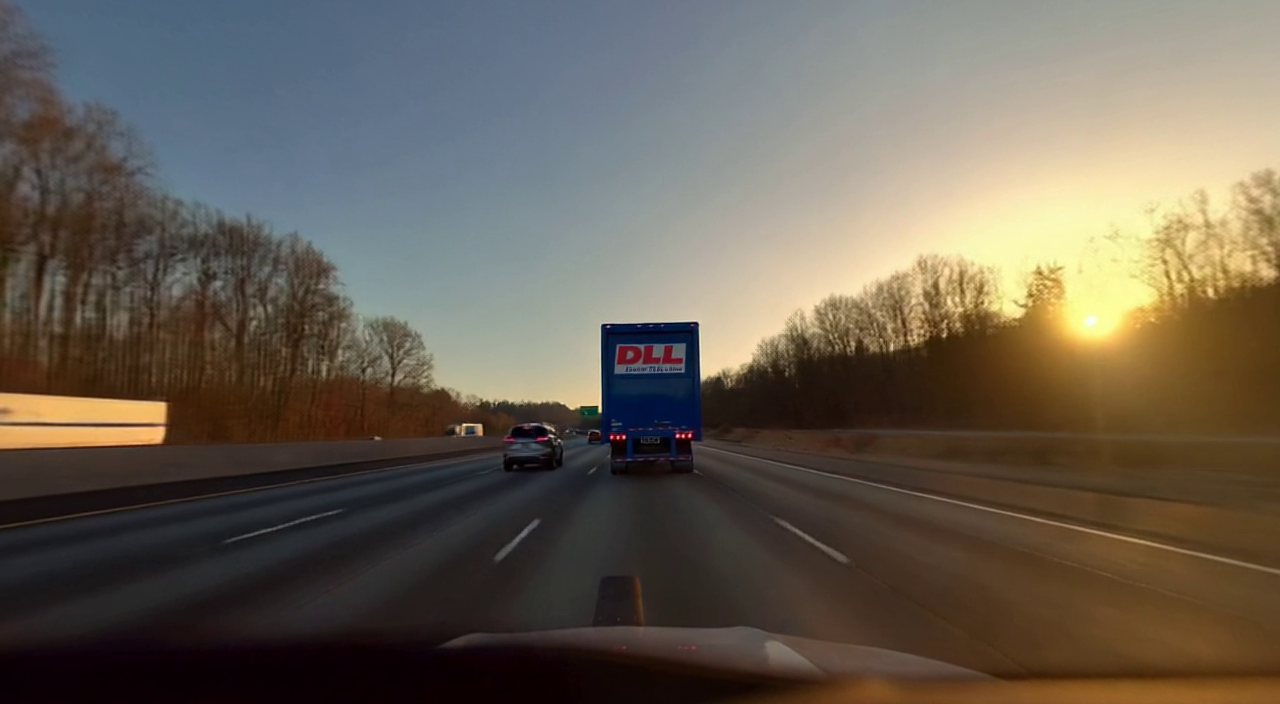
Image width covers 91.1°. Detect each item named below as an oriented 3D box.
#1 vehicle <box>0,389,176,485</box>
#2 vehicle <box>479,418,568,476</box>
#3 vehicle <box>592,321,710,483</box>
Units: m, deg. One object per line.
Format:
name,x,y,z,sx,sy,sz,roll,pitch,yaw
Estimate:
vehicle,-30.579,4.099,30.275,3.258,4.291,17.587,0,-8,0
vehicle,-3.971,3.343,22.427,2.394,1.787,5.186,0,-8,-2
vehicle,0.181,1.864,20.800,3.011,4.211,8.926,0,-8,-1
